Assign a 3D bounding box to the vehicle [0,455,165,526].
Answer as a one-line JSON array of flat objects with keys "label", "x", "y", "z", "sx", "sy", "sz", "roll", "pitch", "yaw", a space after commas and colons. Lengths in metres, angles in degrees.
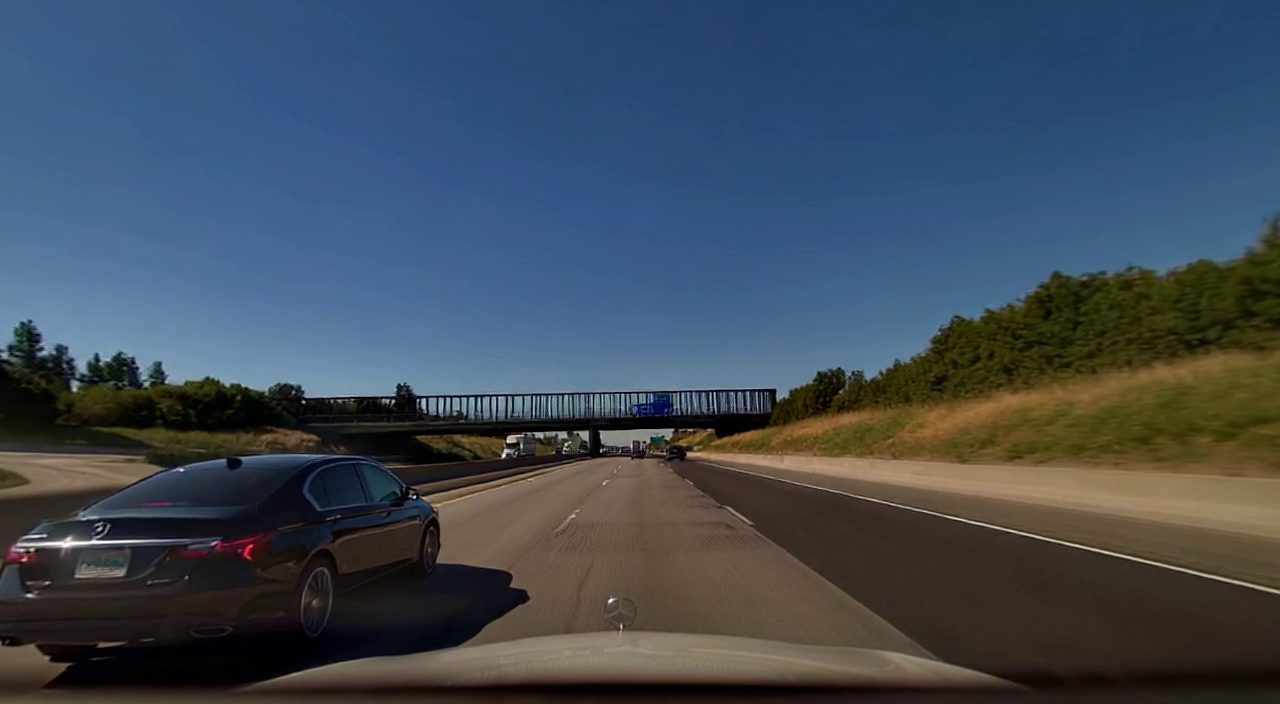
[{"label": "vehicle", "x": -14.952, "y": 3.429, "z": 16.182, "sx": 1.836, "sy": 1.495, "sz": 4.668, "roll": 0, "pitch": -9, "yaw": 0}]
